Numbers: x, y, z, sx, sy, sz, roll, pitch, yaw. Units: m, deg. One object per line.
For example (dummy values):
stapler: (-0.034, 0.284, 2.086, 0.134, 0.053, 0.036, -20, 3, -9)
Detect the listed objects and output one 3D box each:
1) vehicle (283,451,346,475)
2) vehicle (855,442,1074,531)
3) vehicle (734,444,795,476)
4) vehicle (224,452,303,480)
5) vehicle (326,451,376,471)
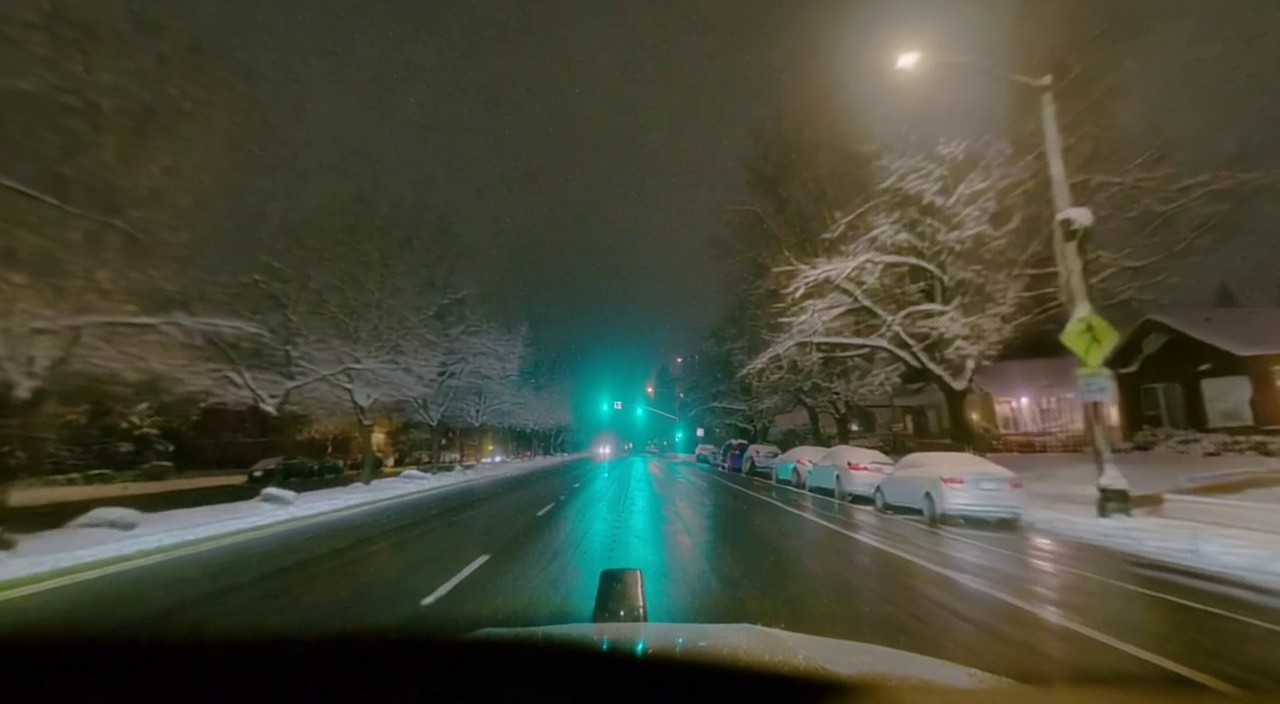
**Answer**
vehicle: (-22.196, 7.570, 43.040, 1.810, 1.490, 4.783, 0, -9, -1)
vehicle: (6.309, 2.639, 13.028, 1.922, 1.494, 4.772, 0, -9, -1)
vehicle: (6.170, 5.406, 31.590, 1.945, 1.481, 4.421, 1, -9, -3)
vehicle: (-22.199, 6.705, 37.233, 1.902, 1.478, 4.755, 0, -9, -2)
vehicle: (-22.230, 8.393, 48.463, 1.785, 1.461, 4.377, 0, -9, 0)
